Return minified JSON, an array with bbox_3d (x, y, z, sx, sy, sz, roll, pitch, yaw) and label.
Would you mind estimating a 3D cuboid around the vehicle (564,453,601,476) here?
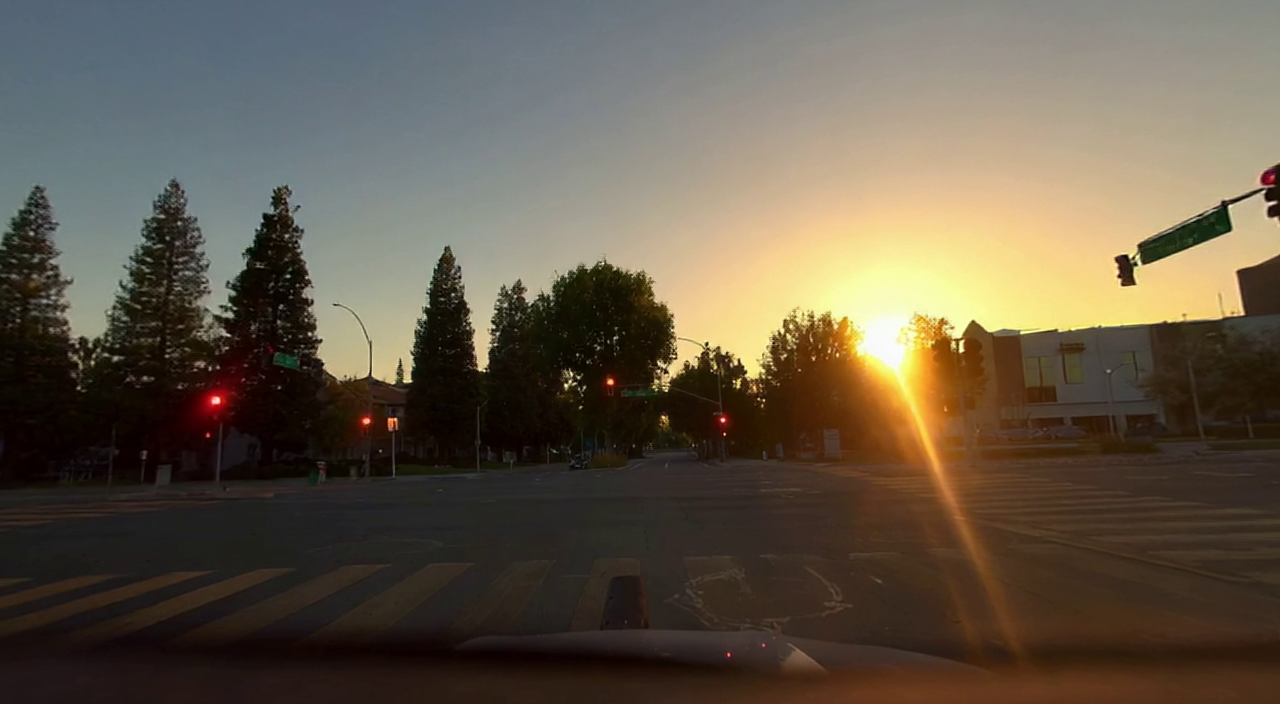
[{"bbox_3d":[-4.457,8.849,49.831,2.030,1.704,4.205,-1,-8,7],"label":"vehicle"}]
